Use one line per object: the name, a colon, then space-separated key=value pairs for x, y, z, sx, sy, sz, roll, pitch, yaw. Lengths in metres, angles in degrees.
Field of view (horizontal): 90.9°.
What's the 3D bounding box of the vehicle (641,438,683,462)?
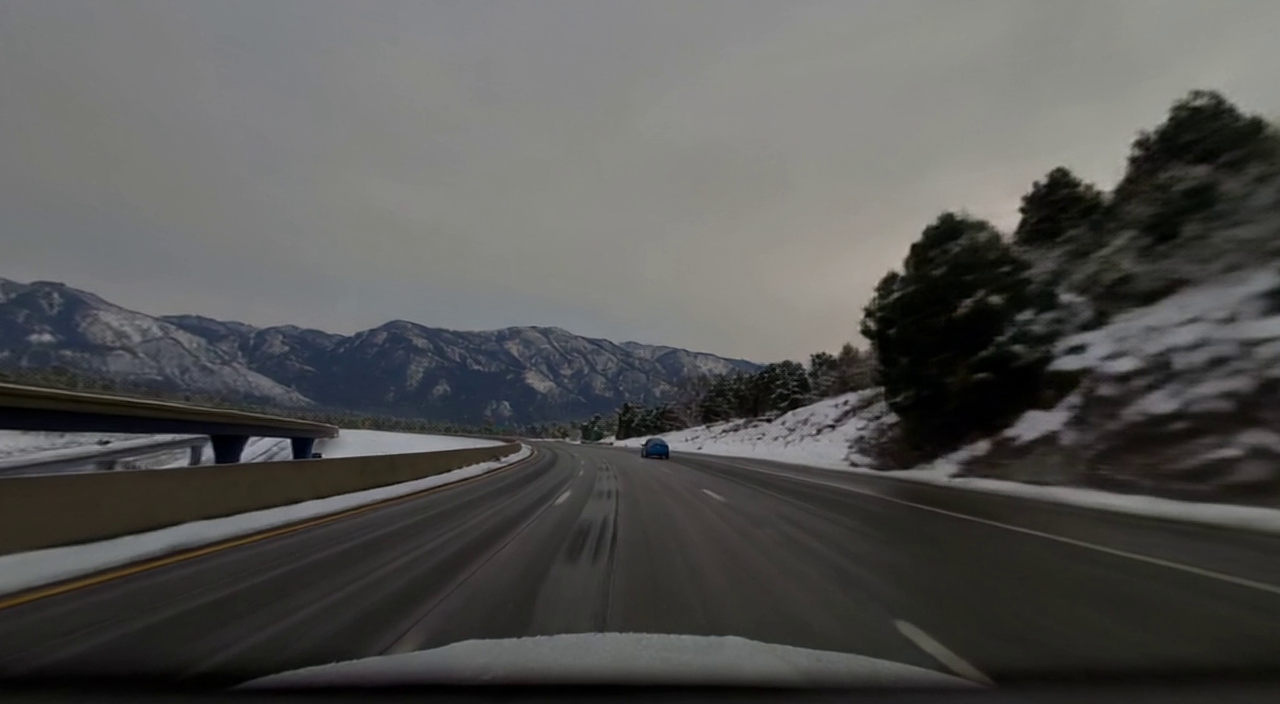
vehicle: x=1.317 y=6.298 z=40.502 sx=1.985 sy=1.440 sz=4.466 roll=1 pitch=-9 yaw=-7
